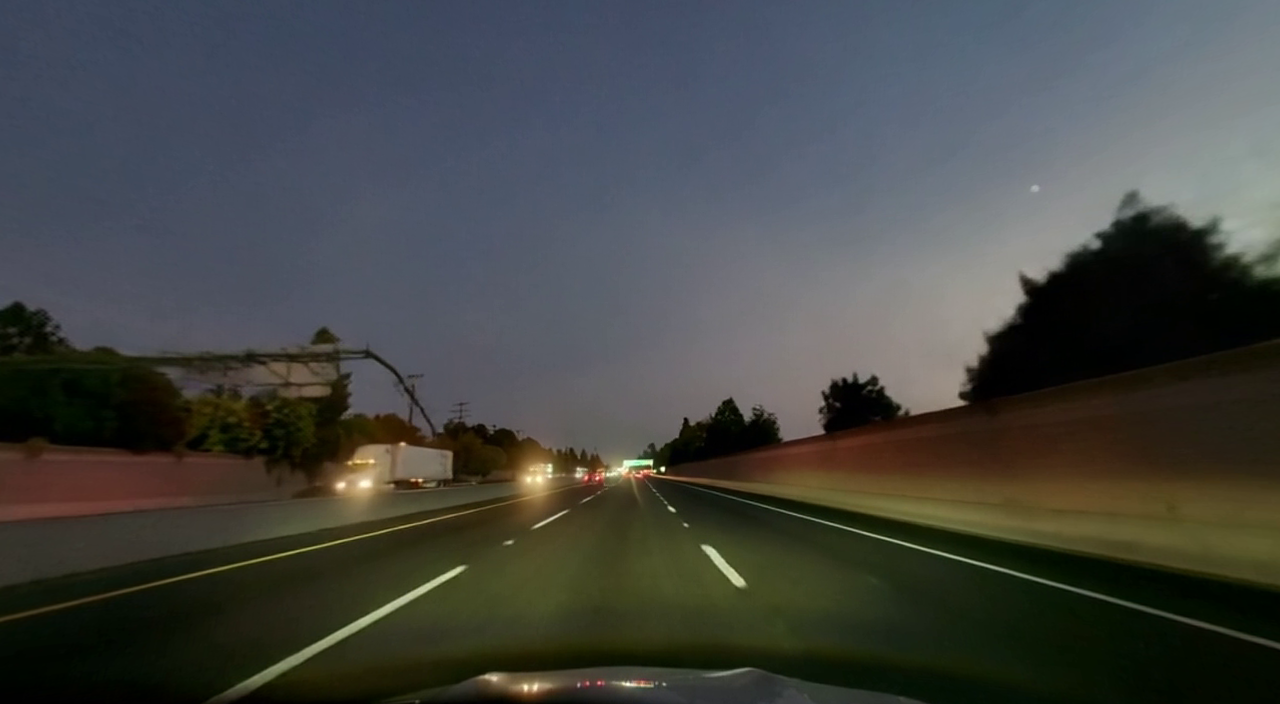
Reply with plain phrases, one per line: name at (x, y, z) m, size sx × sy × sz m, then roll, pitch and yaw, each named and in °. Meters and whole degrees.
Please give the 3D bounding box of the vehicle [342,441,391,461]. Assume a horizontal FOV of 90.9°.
vehicle at (-21.537, 7.850, 49.760) m, size 1.795 × 1.527 × 4.199 m, roll -1°, pitch -10°, yaw 2°

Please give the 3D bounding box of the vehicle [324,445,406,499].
vehicle at (-21.546, 9.459, 49.968) m, size 2.975 × 3.858 × 7.495 m, roll 1°, pitch -11°, yaw 0°
